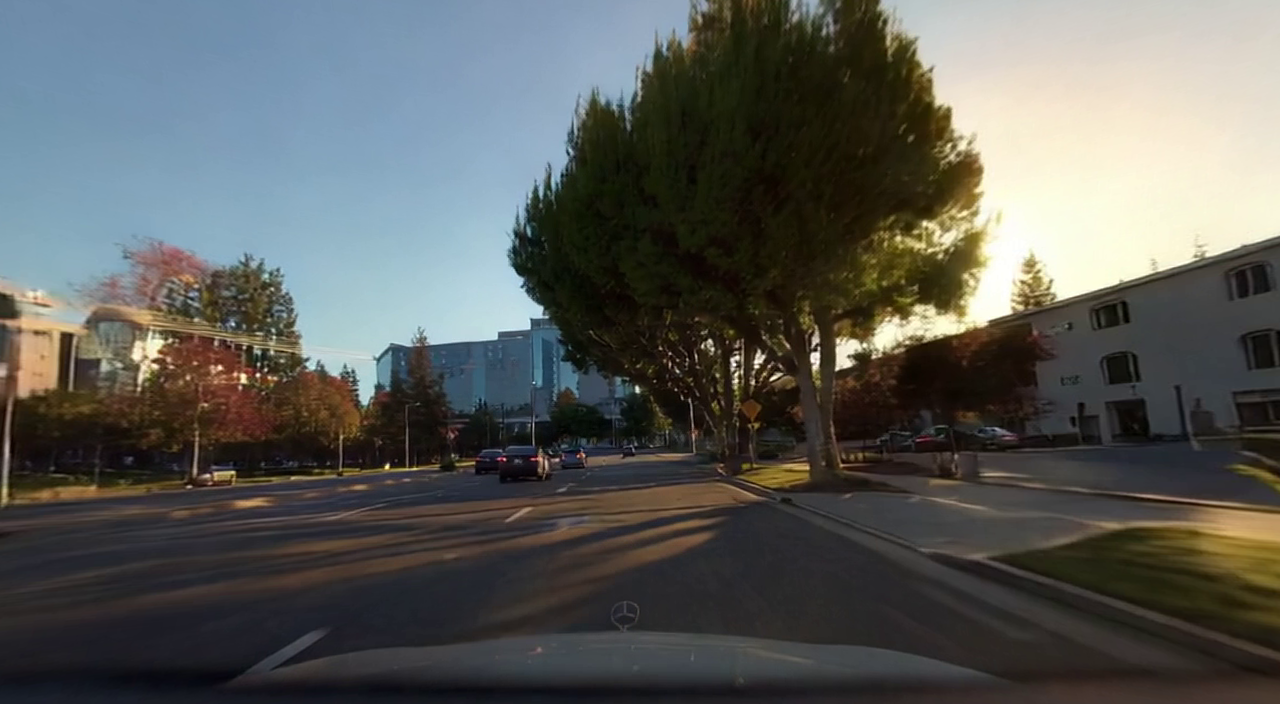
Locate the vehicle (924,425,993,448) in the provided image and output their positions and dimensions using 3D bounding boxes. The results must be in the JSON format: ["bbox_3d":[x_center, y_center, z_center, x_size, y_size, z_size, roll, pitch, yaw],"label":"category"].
[{"bbox_3d":[24.548,6.494,48.752,4.154,1.662,2.113,-1,-8,0],"label":"vehicle"}]

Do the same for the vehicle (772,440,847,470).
[{"bbox_3d":[12.403,7.595,46.446,4.790,1.439,2.034,-9,-9,0],"label":"vehicle"}]

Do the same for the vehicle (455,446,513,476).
[{"bbox_3d":[-8.400,5.916,34.546,1.976,1.497,4.709,0,-9,0],"label":"vehicle"}]

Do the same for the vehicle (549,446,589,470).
[{"bbox_3d":[-4.345,6.542,39.170,1.971,1.414,4.317,0,-8,0],"label":"vehicle"}]

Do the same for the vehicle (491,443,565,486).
[{"bbox_3d":[-4.179,4.285,24.418,2.011,1.483,4.596,0,-9,0],"label":"vehicle"}]

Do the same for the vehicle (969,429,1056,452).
[{"bbox_3d":[24.795,5.893,42.151,4.614,1.464,1.856,0,-9,0],"label":"vehicle"}]

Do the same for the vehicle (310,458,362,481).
[{"bbox_3d":[-23.850,9.219,49.797,2.007,1.501,4.340,-3,-9,-1],"label":"vehicle"}]
